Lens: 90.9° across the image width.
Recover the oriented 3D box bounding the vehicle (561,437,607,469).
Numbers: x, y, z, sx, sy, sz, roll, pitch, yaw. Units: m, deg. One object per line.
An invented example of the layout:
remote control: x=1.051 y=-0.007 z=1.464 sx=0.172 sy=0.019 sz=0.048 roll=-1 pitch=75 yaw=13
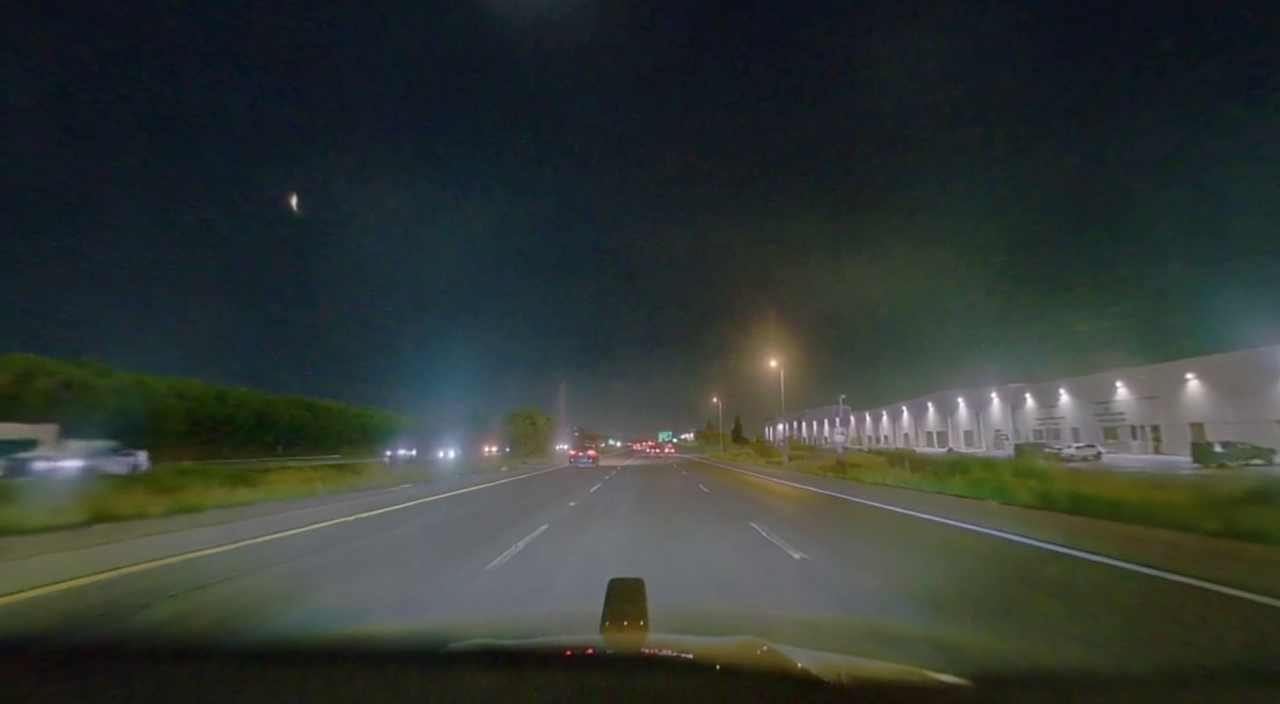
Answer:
vehicle: x=-3.396 y=6.251 z=39.134 sx=2.218 sy=1.850 sz=4.774 roll=0 pitch=-9 yaw=2

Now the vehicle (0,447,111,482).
vehicle: x=-27.935 y=5.242 z=29.768 sx=1.898 sy=1.487 sz=4.519 roll=0 pitch=-9 yaw=0
